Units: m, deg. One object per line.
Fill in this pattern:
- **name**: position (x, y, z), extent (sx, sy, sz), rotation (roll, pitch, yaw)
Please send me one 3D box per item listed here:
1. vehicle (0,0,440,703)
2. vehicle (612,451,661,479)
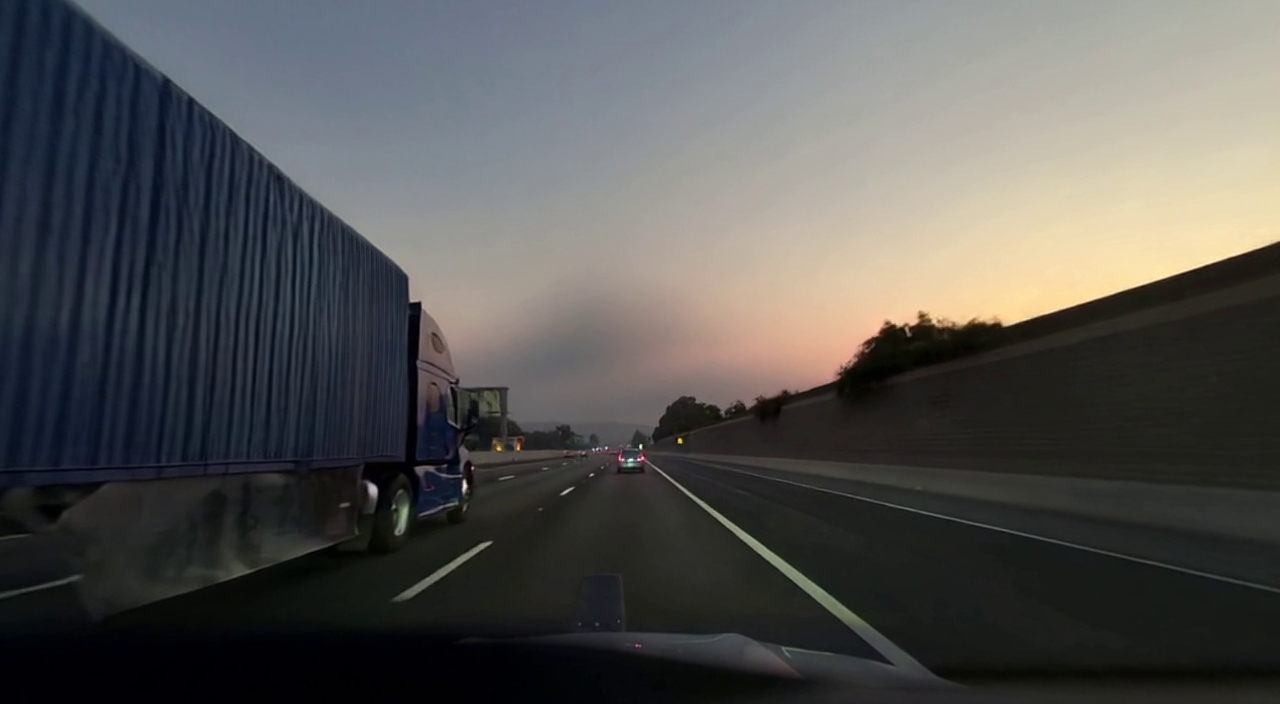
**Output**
- **vehicle**: position (-4.001, -0.453, 0.669), extent (2.914, 4.039, 14.493), rotation (0, -9, 0)
- **vehicle**: position (-0.231, 6.064, 34.041), extent (2.398, 1.336, 5.698), rotation (0, -9, -1)
